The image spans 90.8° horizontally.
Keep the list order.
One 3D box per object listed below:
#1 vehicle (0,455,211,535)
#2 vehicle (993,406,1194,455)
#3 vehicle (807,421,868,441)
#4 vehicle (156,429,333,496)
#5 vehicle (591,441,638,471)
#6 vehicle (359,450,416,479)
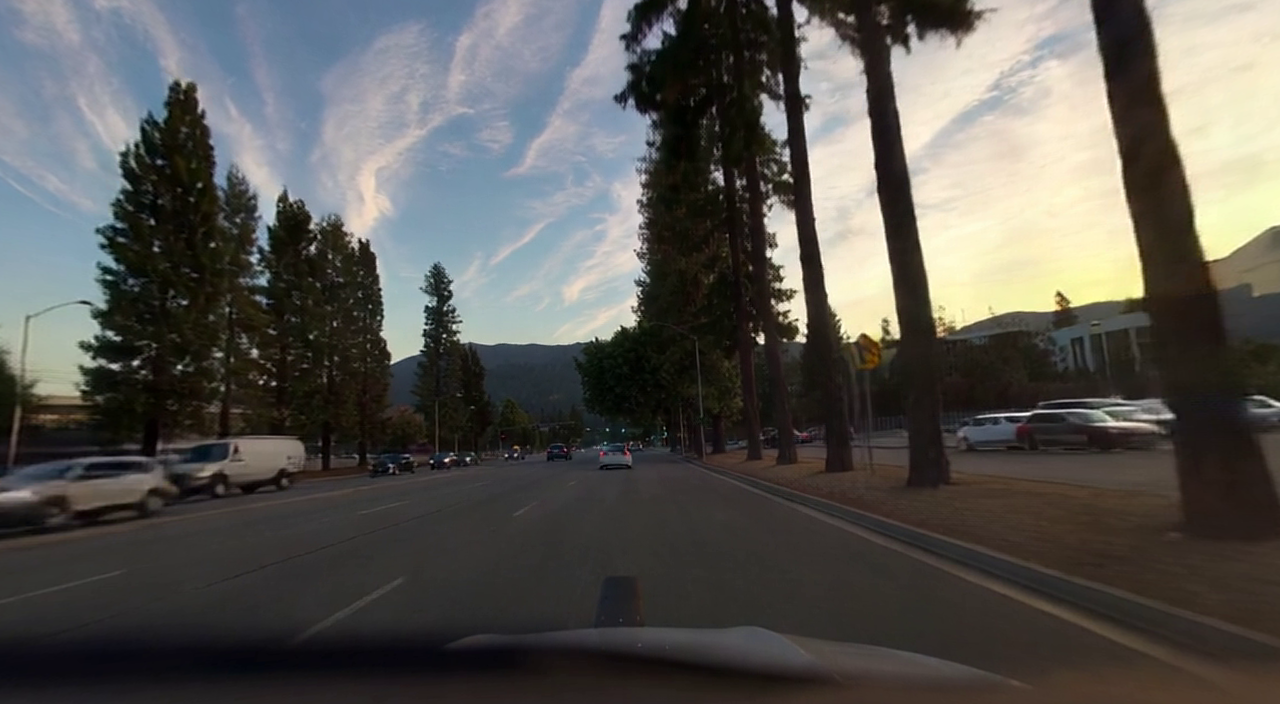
[{"bbox_3d":[-12.755,3.250,14.990,2.013,1.498,4.474,0,-8,0],"label":"vehicle"},{"bbox_3d":[13.995,2.483,19.715,4.739,1.424,1.936,0,-8,0],"label":"vehicle"},{"bbox_3d":[15.478,6.210,49.629,3.956,1.504,2.170,2,-8,-9],"label":"vehicle"},{"bbox_3d":[-17.764,4.975,29.121,2.599,2.675,7.177,-1,-8,10],"label":"vehicle"},{"bbox_3d":[-1.317,5.628,34.442,2.235,1.500,4.420,0,-8,2],"label":"vehicle"},{"bbox_3d":[-16.741,7.423,42.090,2.016,1.598,4.545,-3,-8,-1],"label":"vehicle"}]
